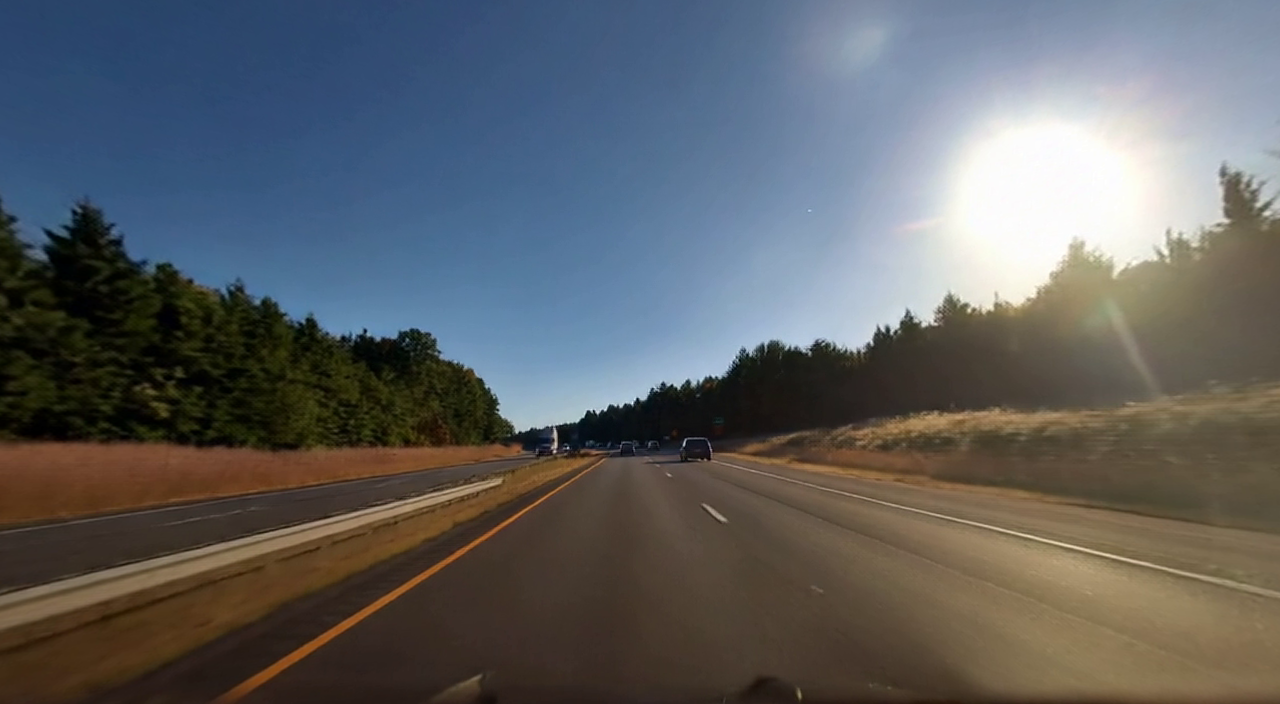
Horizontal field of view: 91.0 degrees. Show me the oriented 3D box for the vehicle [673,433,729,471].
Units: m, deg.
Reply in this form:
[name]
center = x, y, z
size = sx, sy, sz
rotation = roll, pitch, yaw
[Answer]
[vehicle]
center = 2.780, 4.686, 29.708
size = 2.043, 1.673, 4.016
rotation = 0, -8, -3
